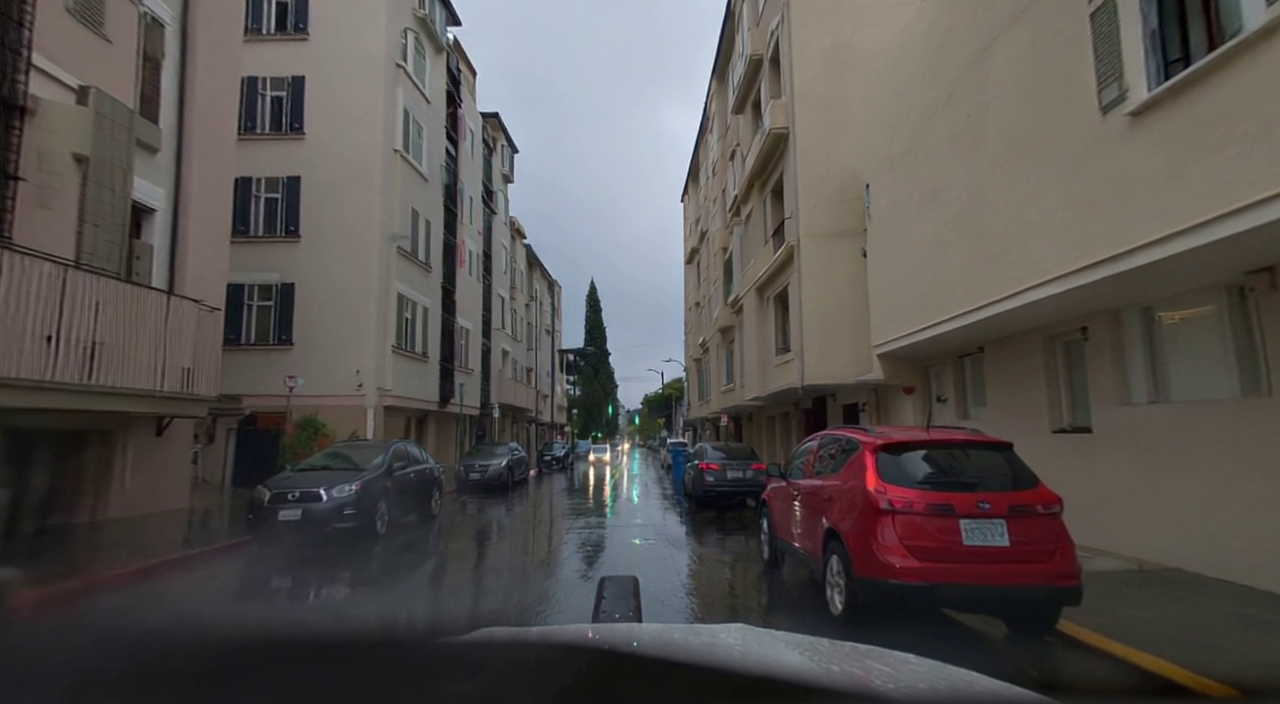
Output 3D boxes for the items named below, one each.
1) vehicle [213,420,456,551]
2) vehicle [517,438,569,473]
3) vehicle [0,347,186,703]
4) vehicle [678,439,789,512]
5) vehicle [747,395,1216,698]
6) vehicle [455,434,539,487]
[{"bbox_3d":[-4.537,2.068,10.280,1.883,1.499,4.426,6,-10,-3],"label":"vehicle"},{"bbox_3d":[-4.789,5.214,31.754,1.872,1.484,3.978,5,-9,1],"label":"vehicle"},{"bbox_3d":[-2.588,0.609,0.482,1.845,1.544,3.388,0,-8,2],"label":"vehicle"},{"bbox_3d":[2.008,2.779,14.807,1.786,1.447,4.314,0,-8,-2],"label":"vehicle"},{"bbox_3d":[2.253,1.354,5.555,1.839,1.678,3.918,0,-8,-1],"label":"vehicle"},{"bbox_3d":[-4.847,3.750,21.916,1.942,1.521,3.761,5,-9,0],"label":"vehicle"}]
